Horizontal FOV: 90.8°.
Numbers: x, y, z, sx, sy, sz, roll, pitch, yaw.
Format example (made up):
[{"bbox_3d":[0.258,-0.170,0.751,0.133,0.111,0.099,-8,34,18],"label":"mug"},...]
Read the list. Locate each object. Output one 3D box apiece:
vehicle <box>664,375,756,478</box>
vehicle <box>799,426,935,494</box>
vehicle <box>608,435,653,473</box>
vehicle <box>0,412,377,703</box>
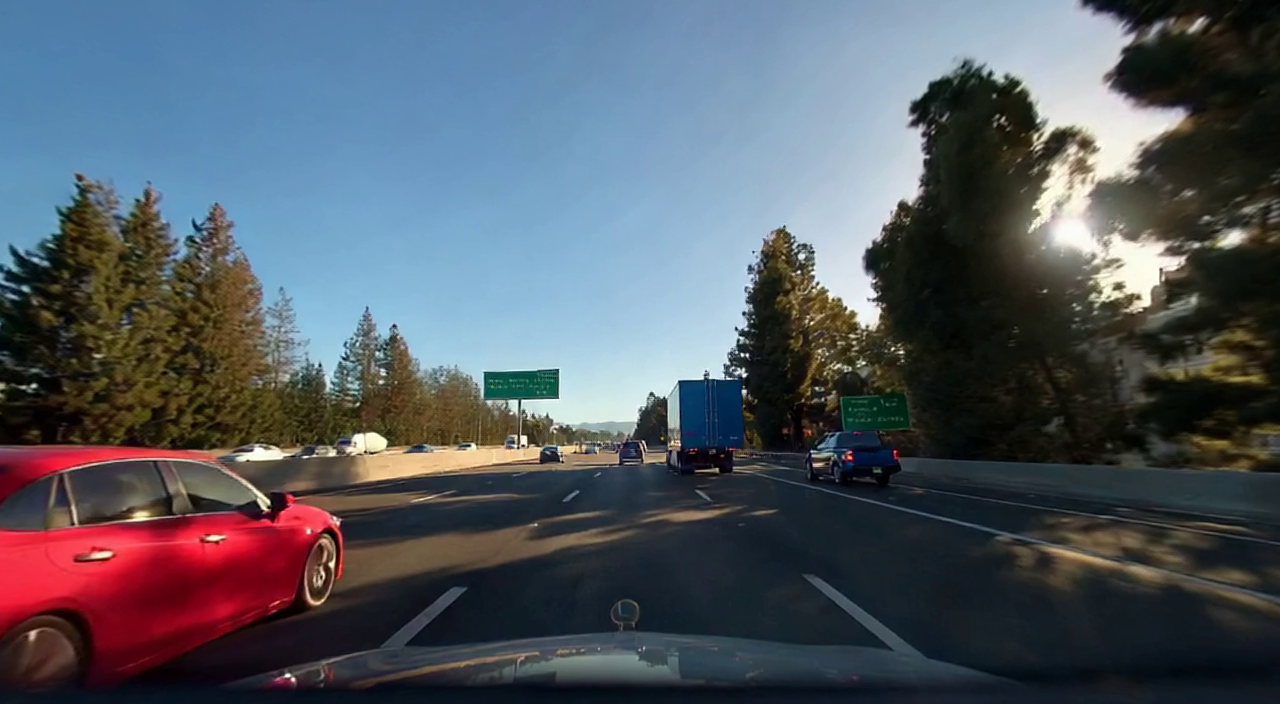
[{"bbox_3d":[3.029,4.086,32.531,2.876,4.086,15.117,0,-9,-1],"label":"vehicle"},{"bbox_3d":[6.741,3.302,19.631,2.106,1.795,5.489,0,-9,-1],"label":"vehicle"},{"bbox_3d":[-0.481,5.291,32.847,2.203,1.805,4.358,0,-9,-1],"label":"vehicle"},{"bbox_3d":[-3.031,1.012,2.723,1.864,1.406,4.544,0,-9,0],"label":"vehicle"}]
